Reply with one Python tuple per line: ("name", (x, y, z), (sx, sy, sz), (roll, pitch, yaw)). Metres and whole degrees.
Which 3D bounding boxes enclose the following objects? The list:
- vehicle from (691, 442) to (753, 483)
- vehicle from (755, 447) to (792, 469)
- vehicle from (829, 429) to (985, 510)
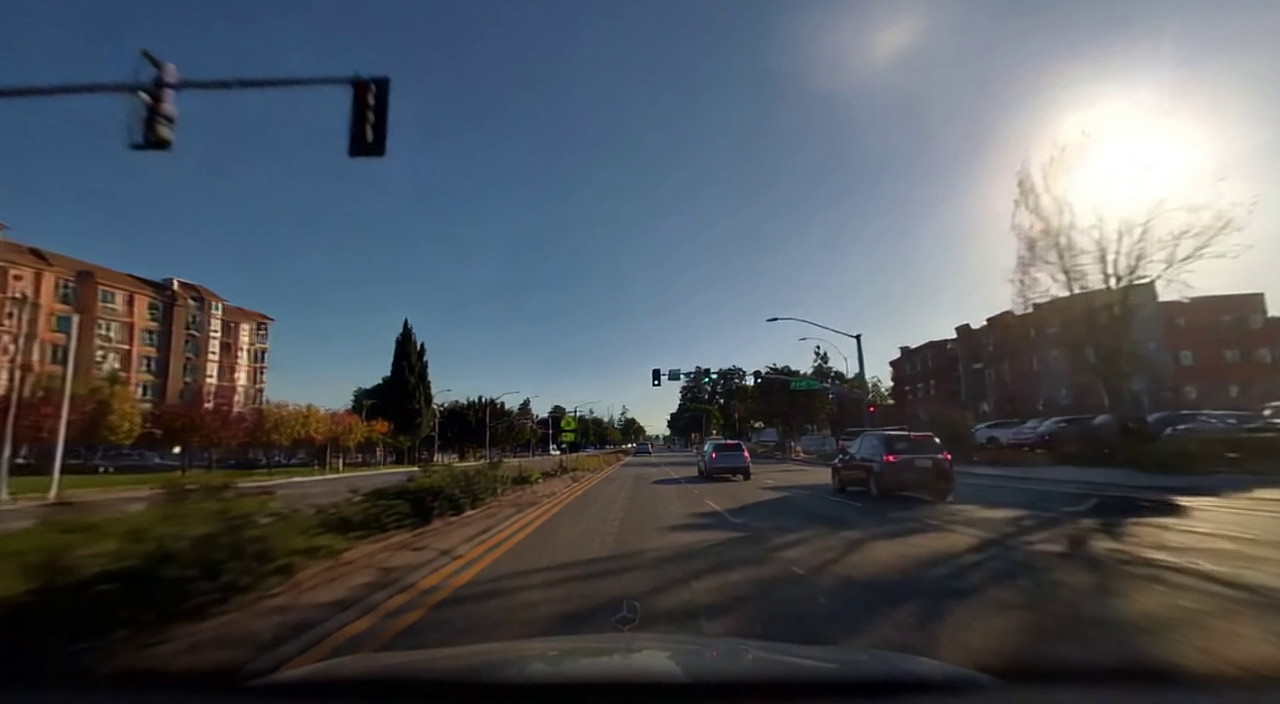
("vehicle", (3.320, 4.554, 26.283), (1.917, 1.538, 4.259), (0, -9, -1))
("vehicle", (10.172, 8.060, 48.383), (1.842, 1.569, 4.122), (0, -9, -1))
("vehicle", (6.644, 2.954, 16.397), (1.946, 1.773, 4.641), (0, -9, -1))
